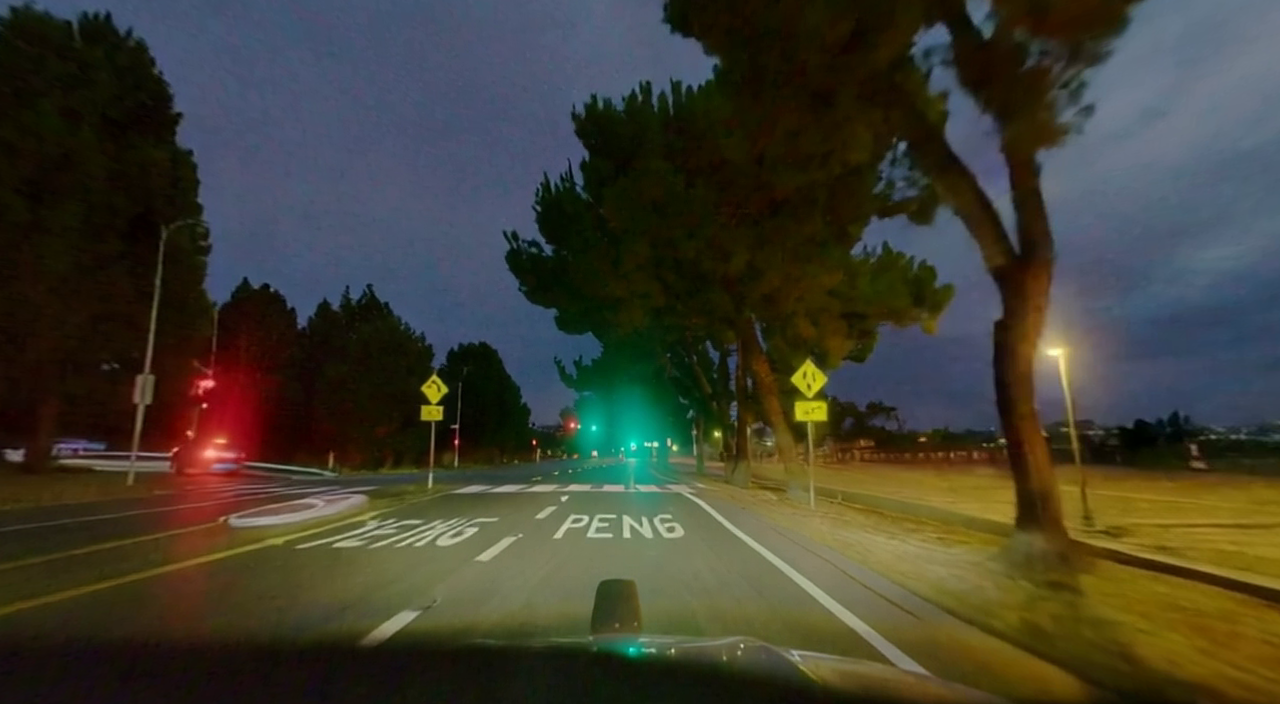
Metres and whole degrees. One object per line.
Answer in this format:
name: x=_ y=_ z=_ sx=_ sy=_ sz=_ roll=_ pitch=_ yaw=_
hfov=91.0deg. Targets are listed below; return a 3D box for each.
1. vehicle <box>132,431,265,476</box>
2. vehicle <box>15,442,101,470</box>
vehicle: x=-20.562 y=4.741 z=29.517 sx=4.529 sy=1.976 sz=2.002 roll=1 pitch=-9 yaw=-8
vehicle: x=-33.473 y=5.960 z=36.304 sx=1.601 sy=1.494 sz=3.449 roll=-1 pitch=-9 yaw=1
